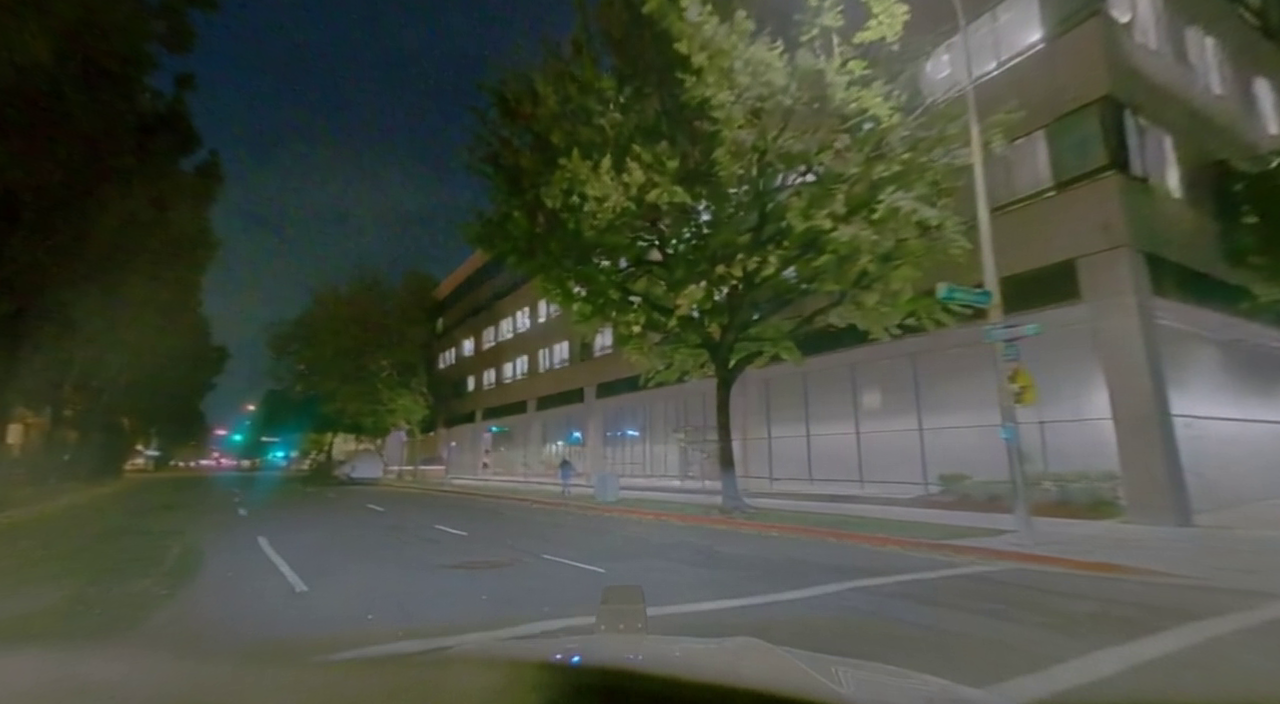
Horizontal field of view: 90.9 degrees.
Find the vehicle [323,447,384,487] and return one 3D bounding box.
[{"bbox_3d":[-19.801,7.838,43.340,2.596,2.509,6.178,6,-12,-34],"label":"vehicle"}]
